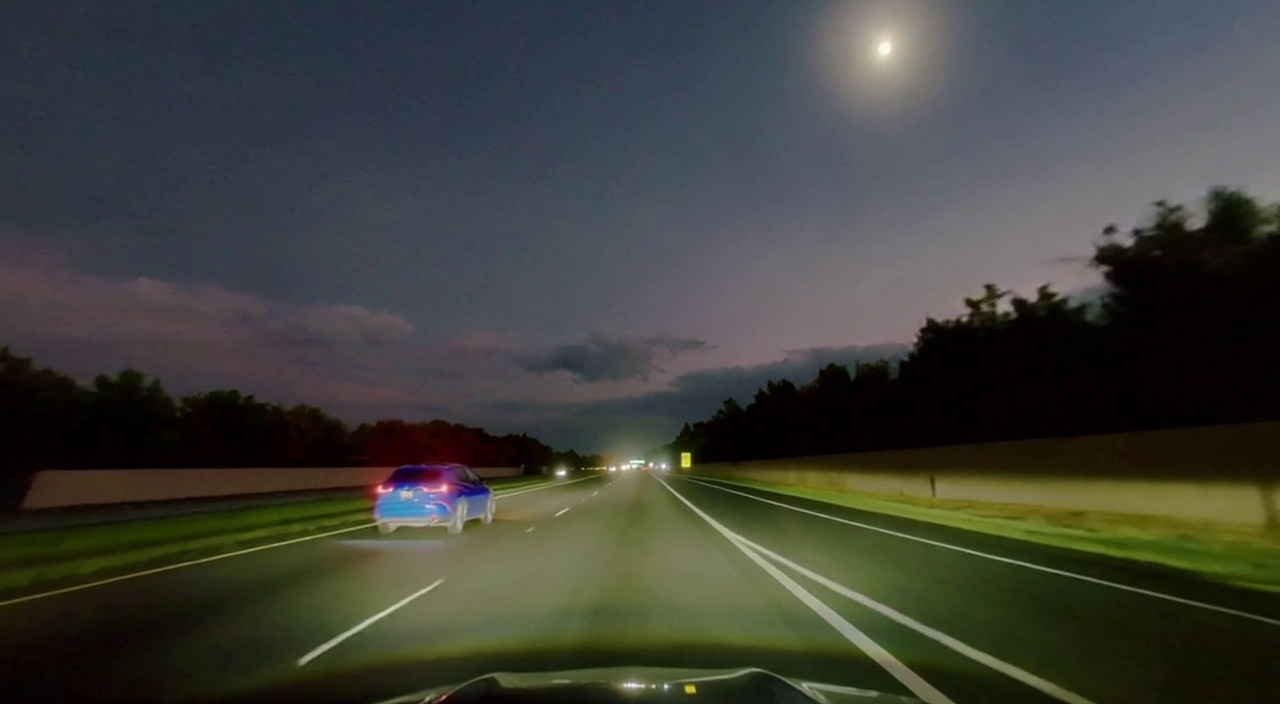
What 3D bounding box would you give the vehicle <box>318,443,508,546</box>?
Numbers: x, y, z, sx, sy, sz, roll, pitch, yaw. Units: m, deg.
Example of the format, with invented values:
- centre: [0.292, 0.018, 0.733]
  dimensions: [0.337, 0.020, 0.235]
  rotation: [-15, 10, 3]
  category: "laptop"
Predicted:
- centre: [-4.119, 2.717, 12.498]
  dimensions: [1.928, 1.593, 4.871]
  rotation: [1, -10, 0]
  category: "vehicle"
